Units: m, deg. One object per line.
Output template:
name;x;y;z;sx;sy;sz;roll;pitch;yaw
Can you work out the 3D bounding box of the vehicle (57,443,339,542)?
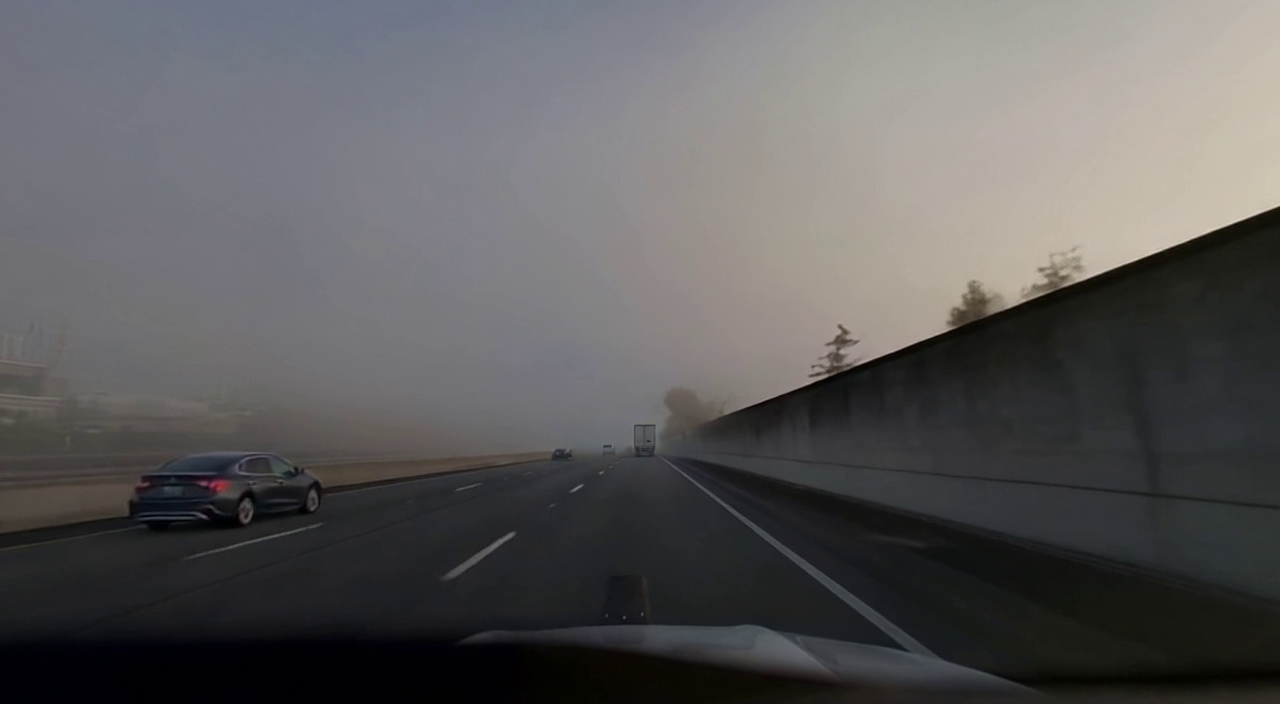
vehicle;-7.768;2.450;11.814;1.979;1.470;4.485;0;-8;1
